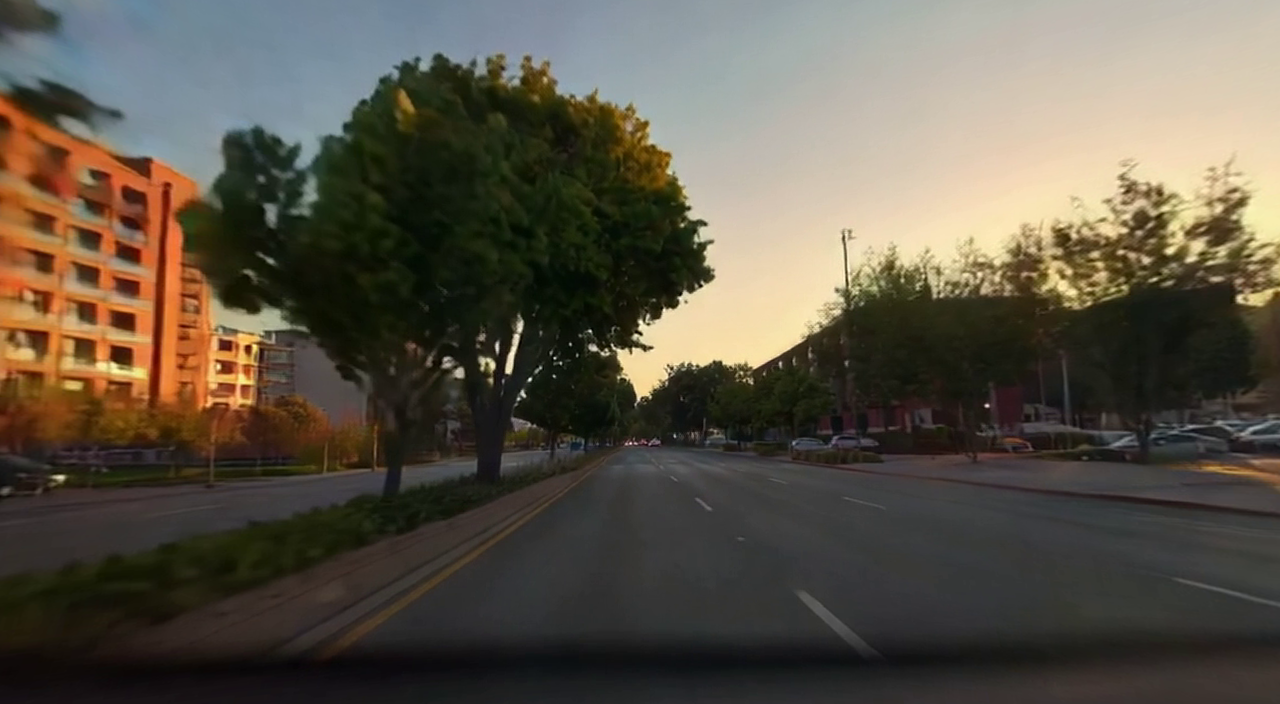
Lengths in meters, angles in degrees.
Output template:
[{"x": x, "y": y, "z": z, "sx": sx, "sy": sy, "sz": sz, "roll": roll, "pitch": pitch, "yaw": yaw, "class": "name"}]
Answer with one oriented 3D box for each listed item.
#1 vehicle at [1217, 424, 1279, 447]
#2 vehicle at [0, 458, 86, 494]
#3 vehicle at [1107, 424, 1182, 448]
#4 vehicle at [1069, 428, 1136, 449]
[{"x": 41.583, "y": 5.583, "z": 41.989, "sx": 1.873, "sy": 1.480, "sz": 4.813, "roll": 0, "pitch": -9, "yaw": 0, "class": "vehicle"}, {"x": -30.287, "y": 6.018, "z": 30.758, "sx": 4.679, "sy": 1.661, "sz": 1.923, "roll": 0, "pitch": -9, "yaw": -1, "class": "vehicle"}, {"x": 38.613, "y": 6.493, "z": 48.517, "sx": 2.005, "sy": 1.609, "sz": 4.236, "roll": -1, "pitch": -9, "yaw": -4, "class": "vehicle"}, {"x": 35.841, "y": 6.729, "z": 49.118, "sx": 1.858, "sy": 1.507, "sz": 4.593, "roll": 0, "pitch": -7, "yaw": 1, "class": "vehicle"}]
